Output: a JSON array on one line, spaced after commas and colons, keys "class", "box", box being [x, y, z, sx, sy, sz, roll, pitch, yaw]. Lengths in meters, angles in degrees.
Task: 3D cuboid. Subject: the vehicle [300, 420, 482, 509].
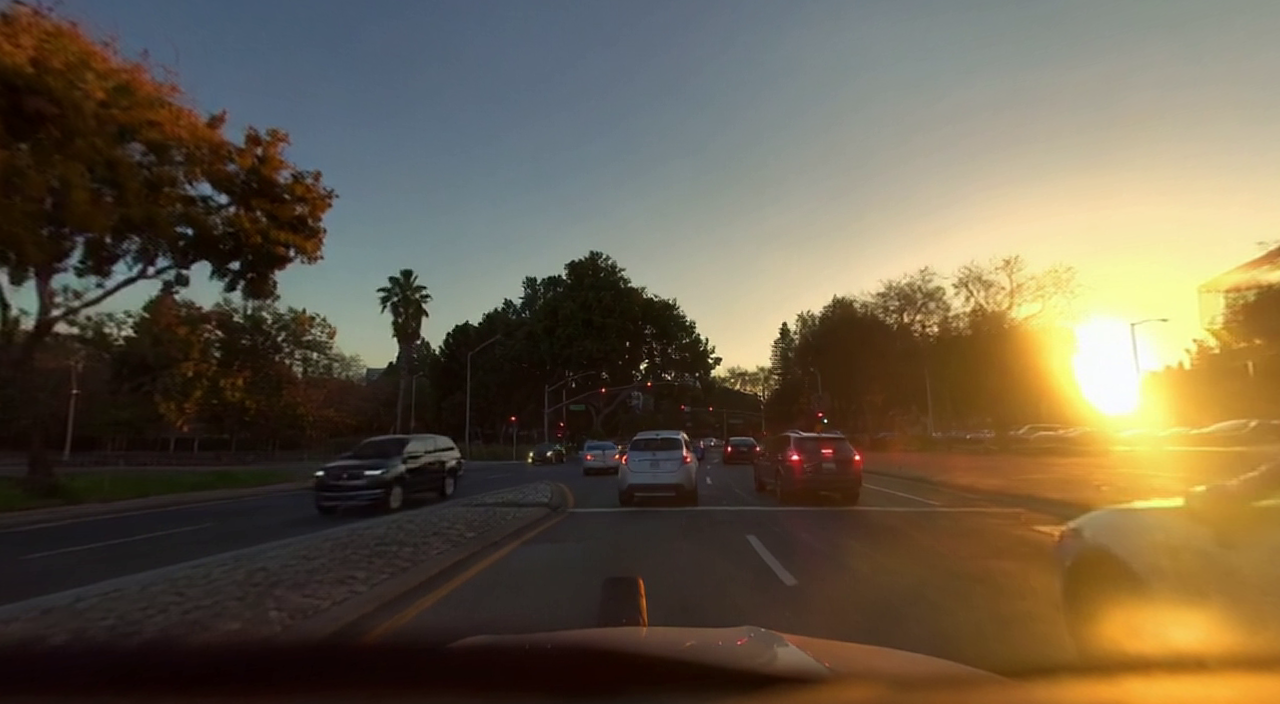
[{"class": "vehicle", "box": [-6.408, 2.996, 17.280, 2.355, 2.005, 5.673, 0, -9, 4]}]

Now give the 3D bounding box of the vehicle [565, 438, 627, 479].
[{"class": "vehicle", "box": [-1.713, 4.314, 25.858, 2.023, 1.494, 4.259, -2, -8, 3]}]

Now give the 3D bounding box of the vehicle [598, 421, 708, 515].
[{"class": "vehicle", "box": [0.368, 2.520, 14.118, 2.113, 1.768, 3.901, 0, -9, 4]}]

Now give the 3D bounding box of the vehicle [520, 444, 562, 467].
[{"class": "vehicle", "box": [-6.772, 7.118, 43.432, 1.868, 1.496, 4.219, -1, -9, 5]}]

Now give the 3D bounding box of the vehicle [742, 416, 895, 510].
[{"class": "vehicle", "box": [4.045, 2.651, 15.595, 2.317, 1.857, 5.940, 0, -9, 3]}]

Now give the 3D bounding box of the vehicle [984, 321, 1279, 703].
[{"class": "vehicle", "box": [3.496, 0.737, 2.130, 2.114, 1.765, 4.647, 0, -9, 1]}]
